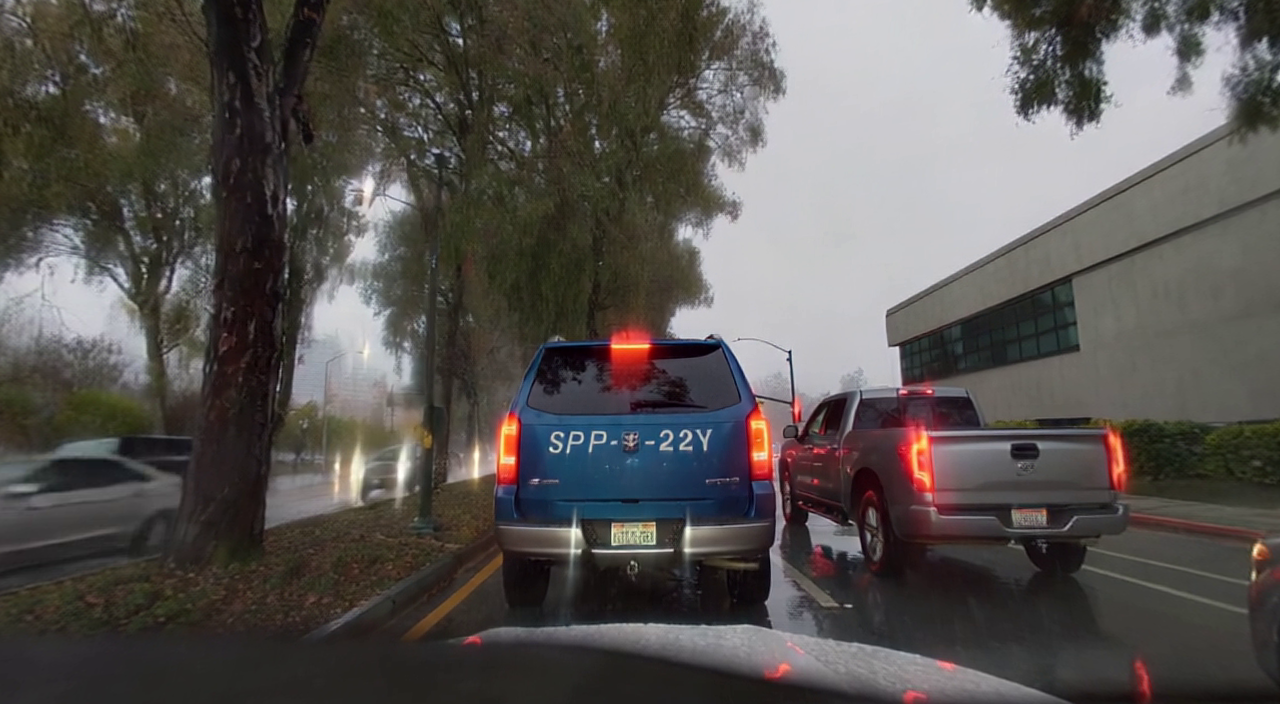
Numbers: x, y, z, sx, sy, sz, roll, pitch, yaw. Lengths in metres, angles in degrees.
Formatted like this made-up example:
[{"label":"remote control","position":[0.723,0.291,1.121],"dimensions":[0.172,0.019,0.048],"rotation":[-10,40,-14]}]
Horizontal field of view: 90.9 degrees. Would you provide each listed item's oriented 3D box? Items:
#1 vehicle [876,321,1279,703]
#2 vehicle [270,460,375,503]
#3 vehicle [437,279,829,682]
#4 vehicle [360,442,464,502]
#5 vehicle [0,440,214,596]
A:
[{"label":"vehicle","position":[3.078,0.989,3.465],"dimensions":[2.022,1.700,4.410],"rotation":[0,-8,3]},{"label":"vehicle","position":[-15.734,6.428,31.706],"dimensions":[2.214,1.815,5.613],"rotation":[0,-8,2]},{"label":"vehicle","position":[0.013,1.039,5.975],"dimensions":[2.267,2.372,4.366],"rotation":[0,-8,2]},{"label":"vehicle","position":[-8.975,4.709,25.362],"dimensions":[2.126,2.027,5.018],"rotation":[-3,-9,2]},{"label":"vehicle","position":[-8.876,2.231,9.093],"dimensions":[2.128,1.868,4.863],"rotation":[0,-8,-2]}]
